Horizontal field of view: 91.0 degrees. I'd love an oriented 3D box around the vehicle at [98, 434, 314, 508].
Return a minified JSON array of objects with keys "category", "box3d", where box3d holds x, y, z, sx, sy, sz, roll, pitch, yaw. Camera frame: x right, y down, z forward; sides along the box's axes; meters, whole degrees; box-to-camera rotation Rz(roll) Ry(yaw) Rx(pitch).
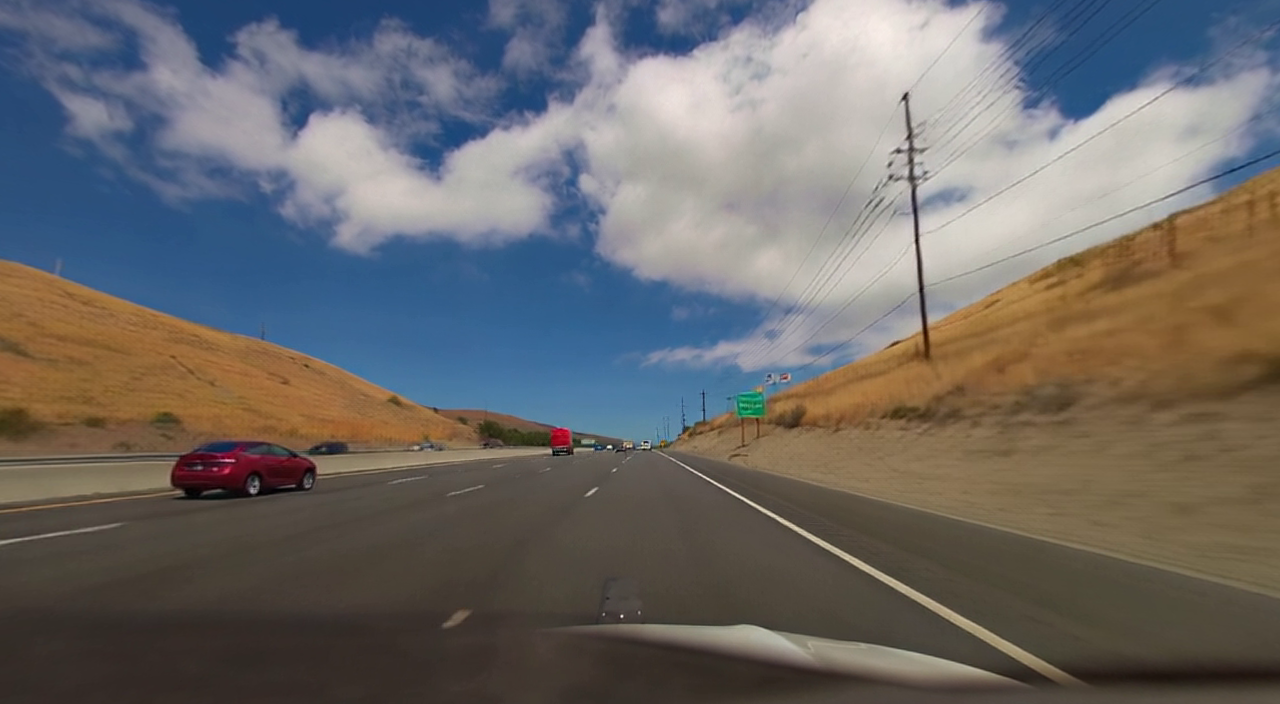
[{"category":"vehicle","box3d":[-10.648,2.928,16.071,1.971,1.558,4.847,0,-9,1]}]
